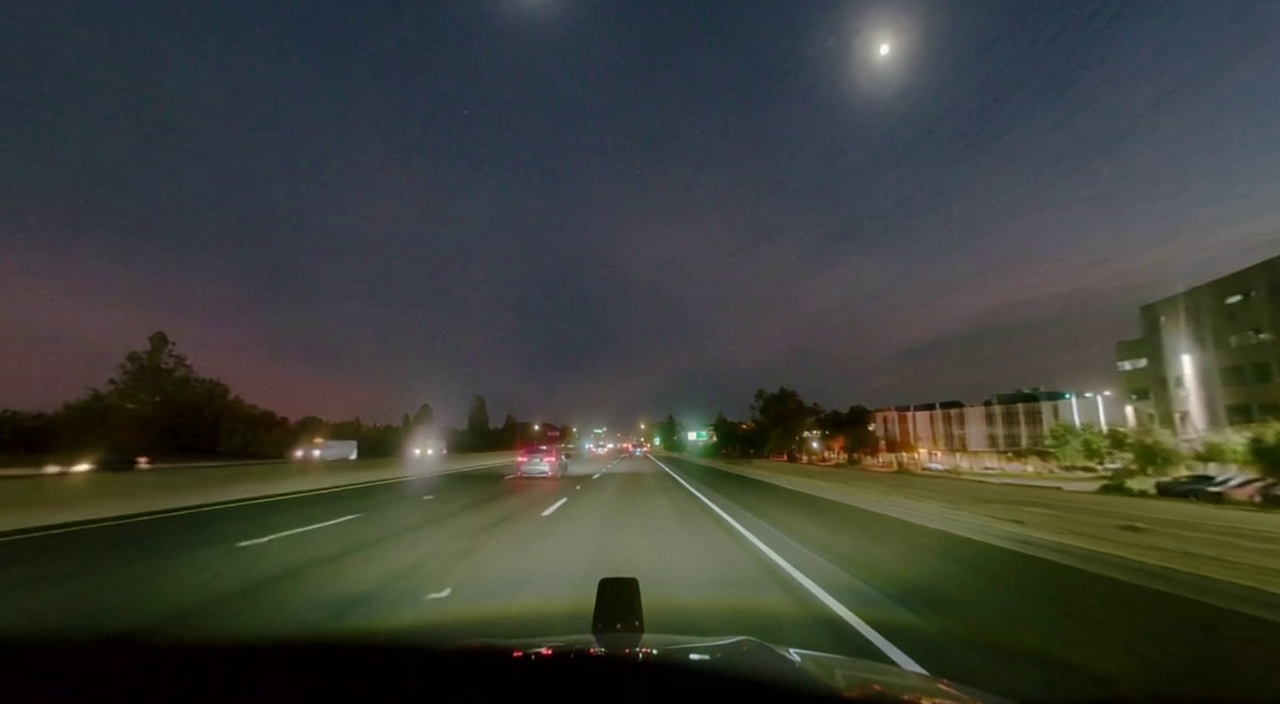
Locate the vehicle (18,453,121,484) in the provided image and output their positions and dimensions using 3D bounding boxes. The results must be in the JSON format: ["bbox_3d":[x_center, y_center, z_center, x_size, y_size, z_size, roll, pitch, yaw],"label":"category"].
[{"bbox_3d":[-32.199,6.551,35.833,1.797,1.616,4.252,0,-9,0],"label":"vehicle"}]

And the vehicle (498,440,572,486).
[{"bbox_3d":[-3.609,3.887,22.435,1.920,1.463,4.134,0,-8,0],"label":"vehicle"}]
